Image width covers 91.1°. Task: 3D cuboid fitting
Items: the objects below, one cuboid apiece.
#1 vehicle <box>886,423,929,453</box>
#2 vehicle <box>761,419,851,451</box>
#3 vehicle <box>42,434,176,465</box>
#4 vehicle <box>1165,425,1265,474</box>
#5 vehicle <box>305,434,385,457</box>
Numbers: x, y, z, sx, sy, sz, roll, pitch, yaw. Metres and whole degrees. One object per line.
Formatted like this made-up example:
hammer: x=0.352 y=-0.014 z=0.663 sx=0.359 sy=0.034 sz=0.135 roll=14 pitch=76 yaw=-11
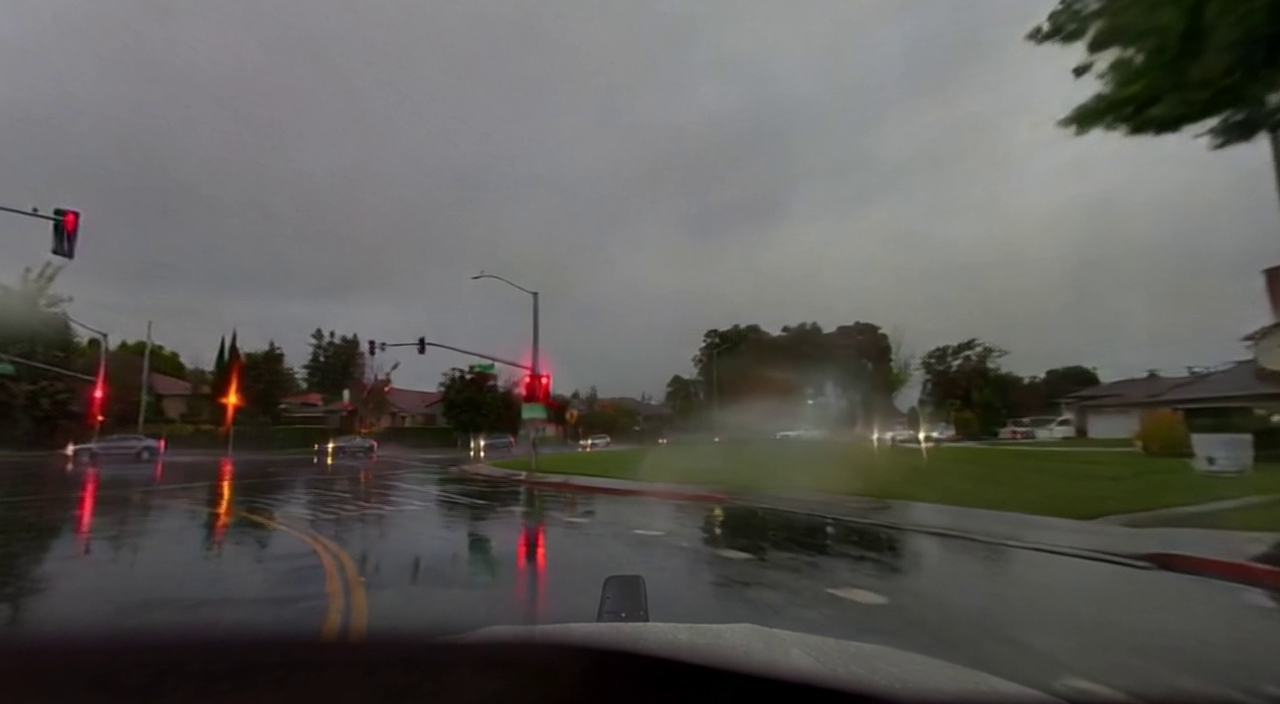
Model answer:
vehicle: x=18.736 y=6.088 z=44.198 sx=2.402 sy=1.920 sz=5.467 roll=-3 pitch=-9 yaw=19
vehicle: x=12.115 y=6.097 z=45.807 sx=5.939 sy=2.249 sz=2.437 roll=-4 pitch=-9 yaw=25
vehicle: x=-27.371 y=5.044 z=32.569 sx=1.847 sy=1.461 sz=4.853 roll=-5 pitch=-10 yaw=30
vehicle: x=19.928 y=3.341 z=21.955 sx=1.907 sy=1.515 sz=4.550 roll=-6 pitch=-9 yaw=35
vehicle: x=-20.382 y=6.485 z=43.556 sx=1.828 sy=1.462 sz=4.740 roll=-5 pitch=-10 yaw=31
